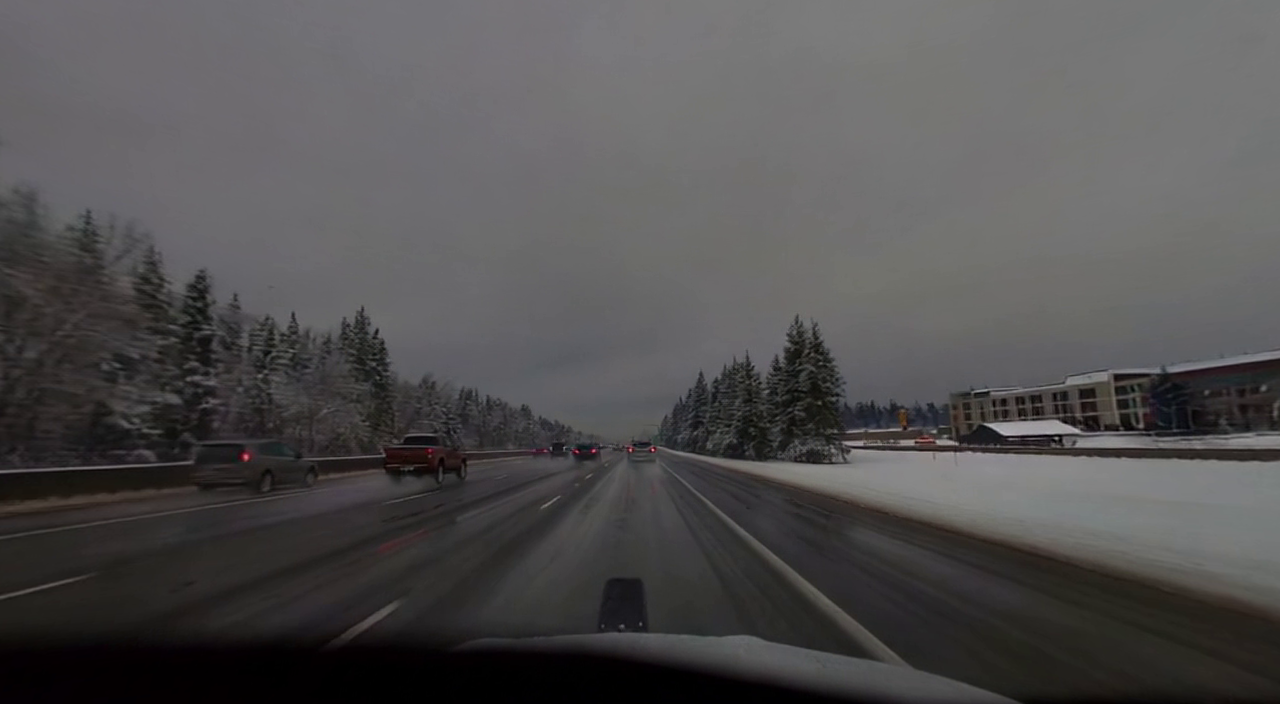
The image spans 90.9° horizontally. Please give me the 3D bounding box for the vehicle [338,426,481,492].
[{"bbox_3d":[-7.506,3.571,21.490,2.521,1.901,5.988,0,-8,1],"label":"vehicle"}]

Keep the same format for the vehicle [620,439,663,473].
[{"bbox_3d":[0.076,5.553,34.044,2.135,1.697,4.757,0,-8,0],"label":"vehicle"}]

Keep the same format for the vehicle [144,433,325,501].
[{"bbox_3d":[-11.591,3.296,18.555,2.187,1.726,4.634,0,-8,1],"label":"vehicle"}]

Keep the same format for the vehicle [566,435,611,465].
[{"bbox_3d":[-3.727,7.235,46.819,2.751,2.050,5.761,0,-8,1],"label":"vehicle"}]
